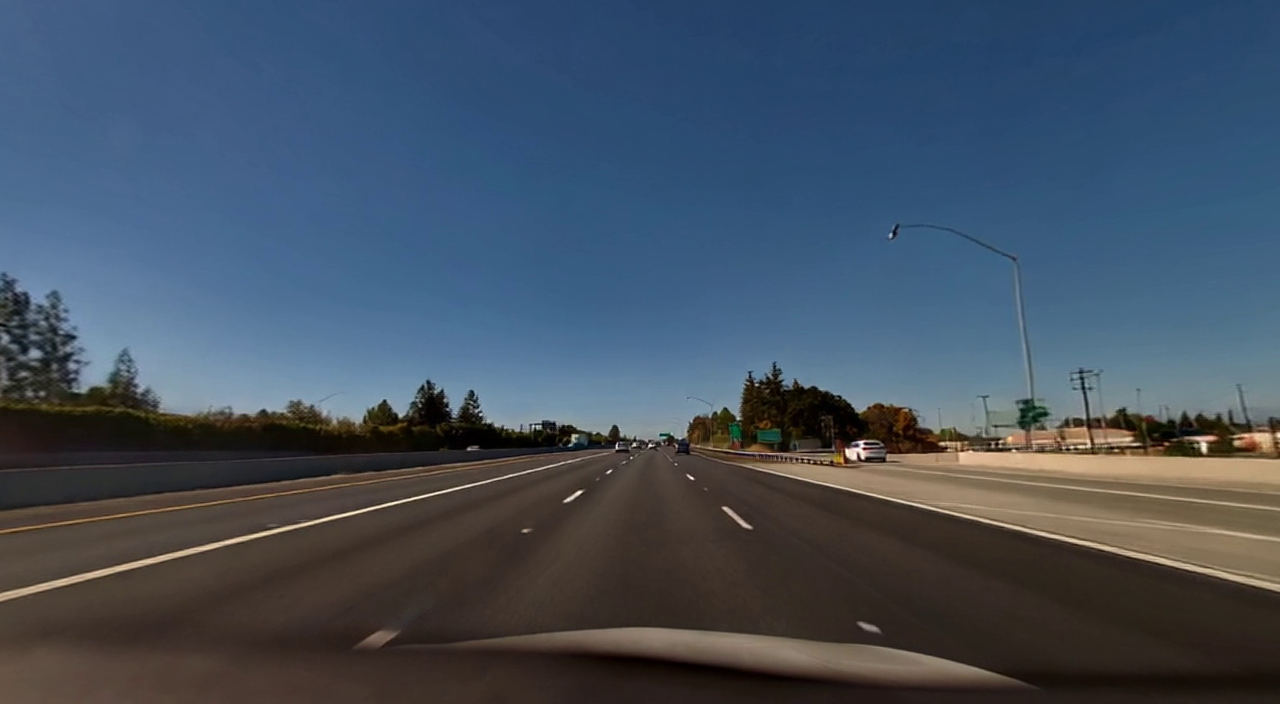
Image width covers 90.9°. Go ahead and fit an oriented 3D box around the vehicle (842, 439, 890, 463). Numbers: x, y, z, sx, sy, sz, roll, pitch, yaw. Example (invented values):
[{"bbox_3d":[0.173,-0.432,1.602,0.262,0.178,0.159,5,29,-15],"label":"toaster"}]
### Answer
[{"bbox_3d":[16.142,7.100,45.294,2.039,1.658,4.457,-1,-8,3],"label":"vehicle"}]
